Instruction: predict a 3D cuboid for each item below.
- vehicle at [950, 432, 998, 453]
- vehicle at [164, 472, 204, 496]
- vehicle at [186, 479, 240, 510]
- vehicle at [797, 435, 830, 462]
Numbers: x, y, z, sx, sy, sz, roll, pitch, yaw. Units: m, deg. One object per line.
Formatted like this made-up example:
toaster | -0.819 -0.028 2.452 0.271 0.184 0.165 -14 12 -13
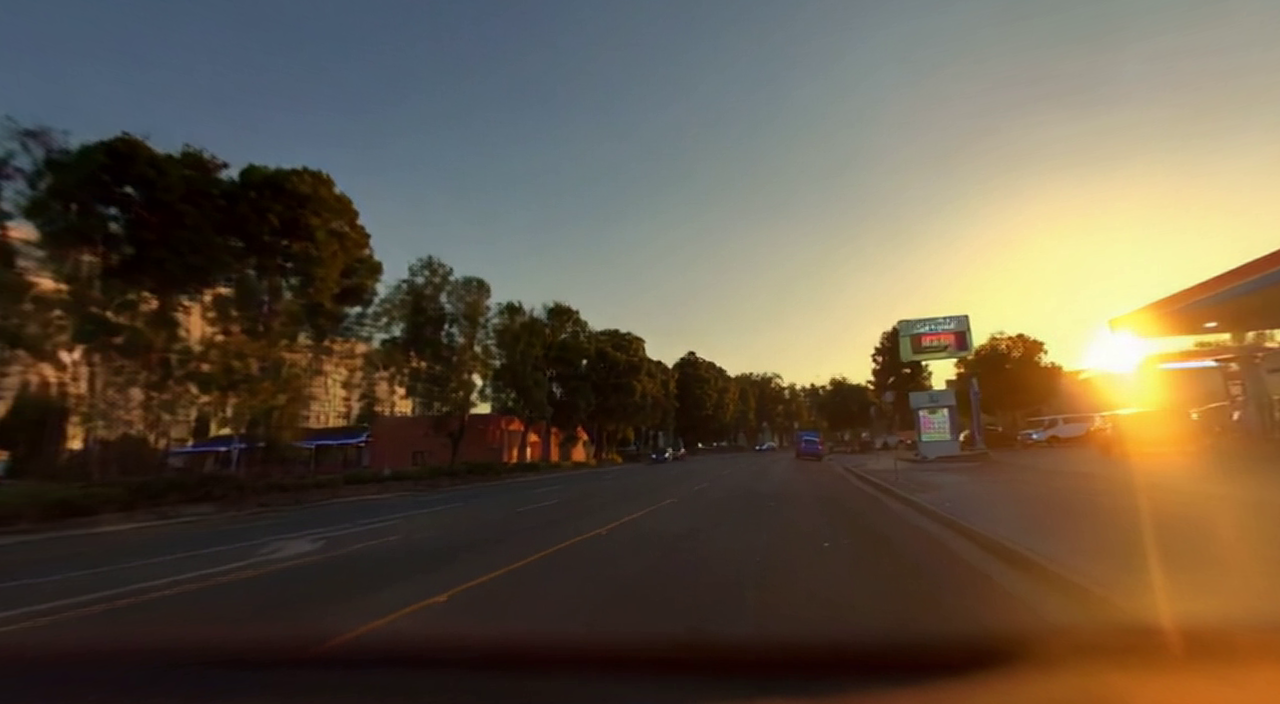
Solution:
vehicle | 23.043 6.292 43.754 1.919 1.411 4.440 -3 -9 15
vehicle | -33.181 9.566 45.883 1.776 1.507 3.929 8 -12 -42
vehicle | -24.405 8.050 35.993 1.837 1.460 4.672 6 -12 -41
vehicle | 12.908 7.207 47.057 2.194 1.896 5.049 -3 -9 14
